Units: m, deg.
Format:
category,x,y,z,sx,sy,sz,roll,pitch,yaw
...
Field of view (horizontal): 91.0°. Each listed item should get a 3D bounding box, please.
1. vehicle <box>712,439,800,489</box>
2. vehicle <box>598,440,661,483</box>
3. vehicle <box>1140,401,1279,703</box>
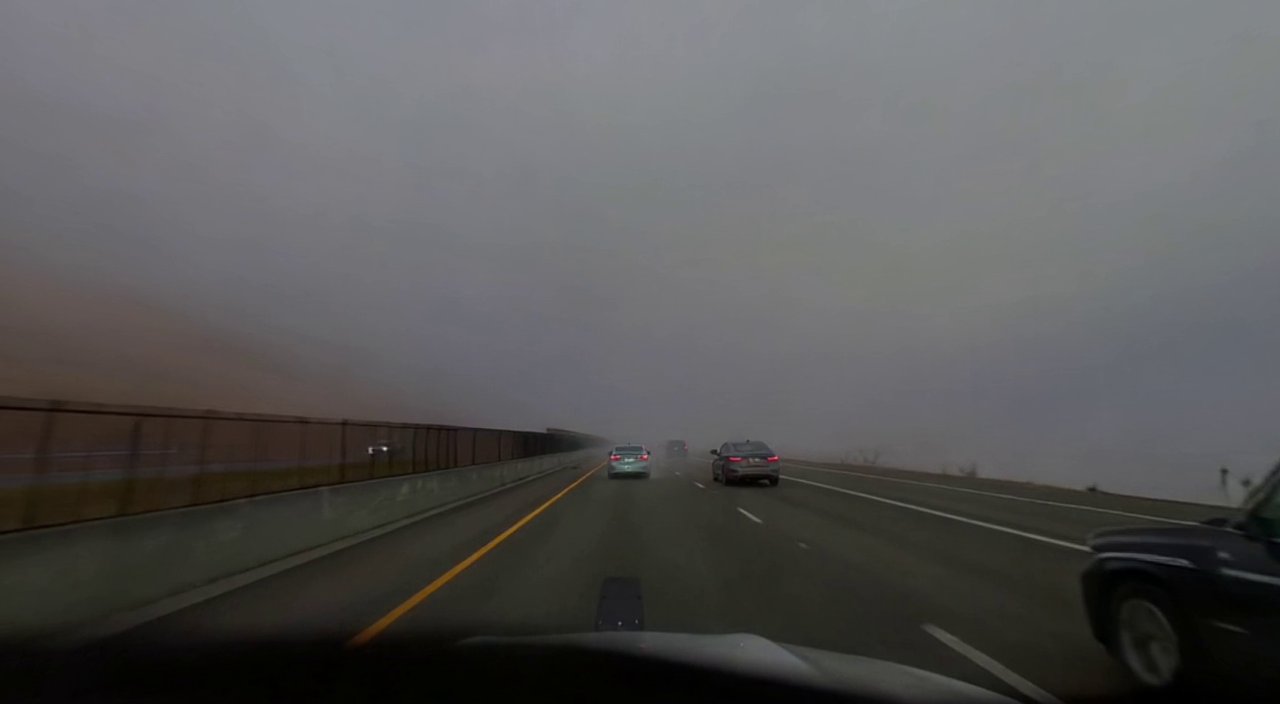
category,x,y,z,sx,sy,sz,roll,pitch,yaw
vehicle,3.682,3.635,20.778,1.957,1.447,4.241,0,-9,-2
vehicle,-0.349,3.956,23.027,2.085,1.449,3.860,0,-9,0
vehicle,3.929,0.769,1.473,1.949,1.493,4.272,0,-9,-1
